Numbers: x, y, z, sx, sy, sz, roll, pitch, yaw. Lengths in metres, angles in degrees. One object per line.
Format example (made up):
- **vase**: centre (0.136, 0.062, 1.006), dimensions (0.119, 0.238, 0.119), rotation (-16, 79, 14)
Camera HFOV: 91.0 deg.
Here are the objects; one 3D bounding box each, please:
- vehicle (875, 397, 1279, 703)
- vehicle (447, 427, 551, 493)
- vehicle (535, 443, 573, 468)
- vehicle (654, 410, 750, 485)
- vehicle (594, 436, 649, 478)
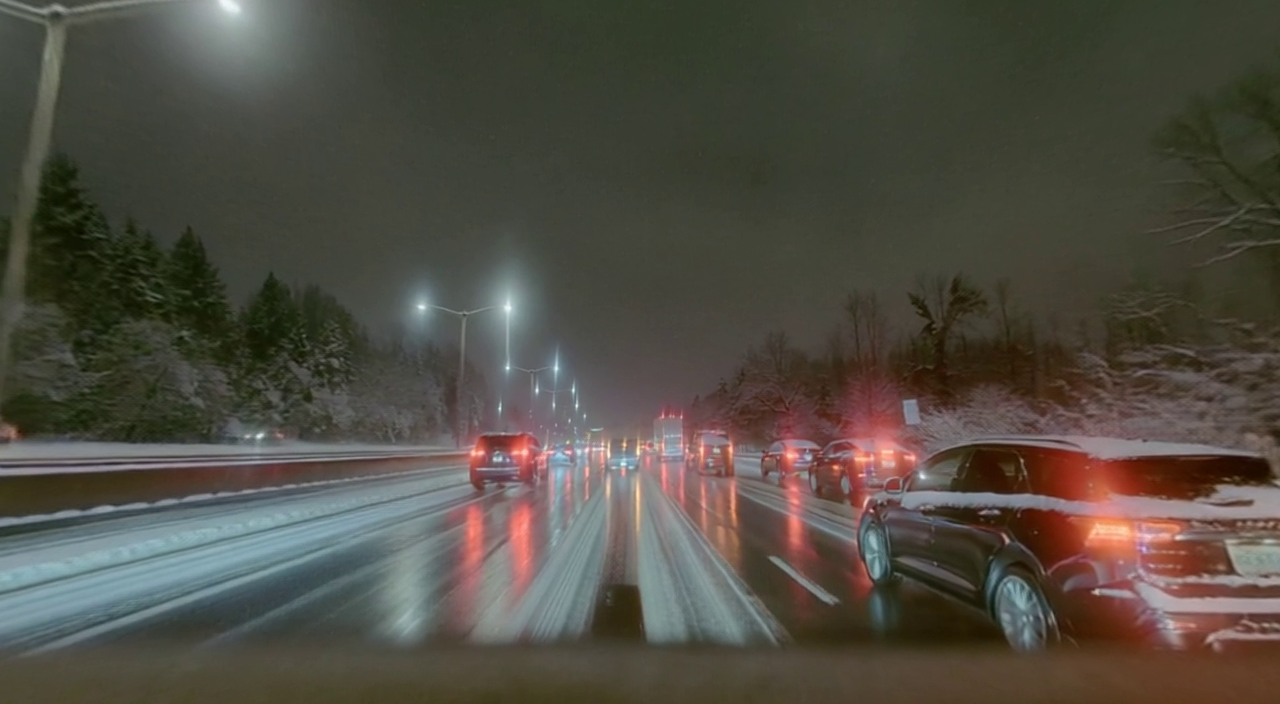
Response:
- **vehicle**: centre (3.092, 1.100, 3.286), dimensions (2.031, 1.504, 4.327), rotation (0, -9, 0)
- **vehicle**: centre (-4.176, 3.298, 19.550), dimensions (2.176, 1.783, 4.799), rotation (0, -9, -1)
- **vehicle**: centre (-5.306, 6.420, 39.287), dimensions (1.907, 1.484, 3.954), rotation (1, -9, -1)
- **vehicle**: centre (2.870, 5.129, 34.124), dimensions (3.426, 3.279, 12.313), rotation (1, -8, -3)
- **vehicle**: centre (-0.793, 4.597, 27.860), dimensions (2.235, 1.682, 4.094), rotation (0, -9, -1)
